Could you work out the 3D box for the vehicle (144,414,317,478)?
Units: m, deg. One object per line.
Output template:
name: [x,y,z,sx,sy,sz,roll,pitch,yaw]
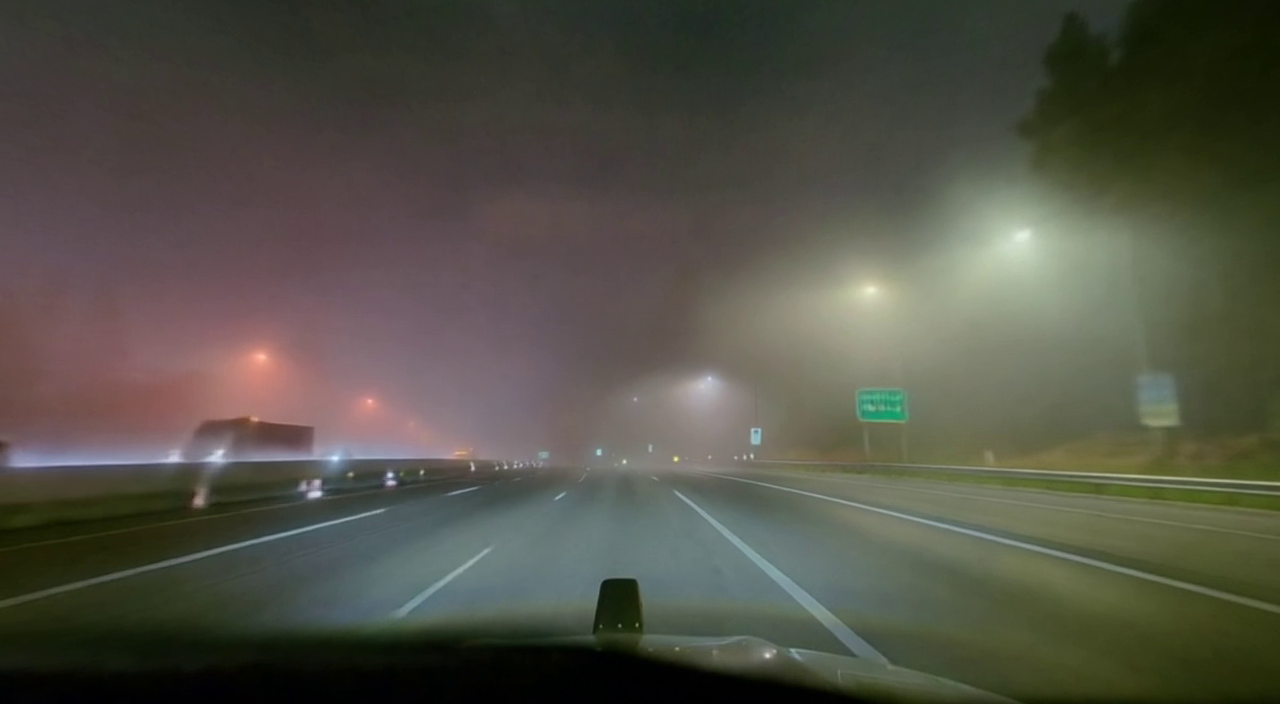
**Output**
vehicle: [-17.674,4.348,27.970,2.750,2.474,7.300,0,-11,0]
